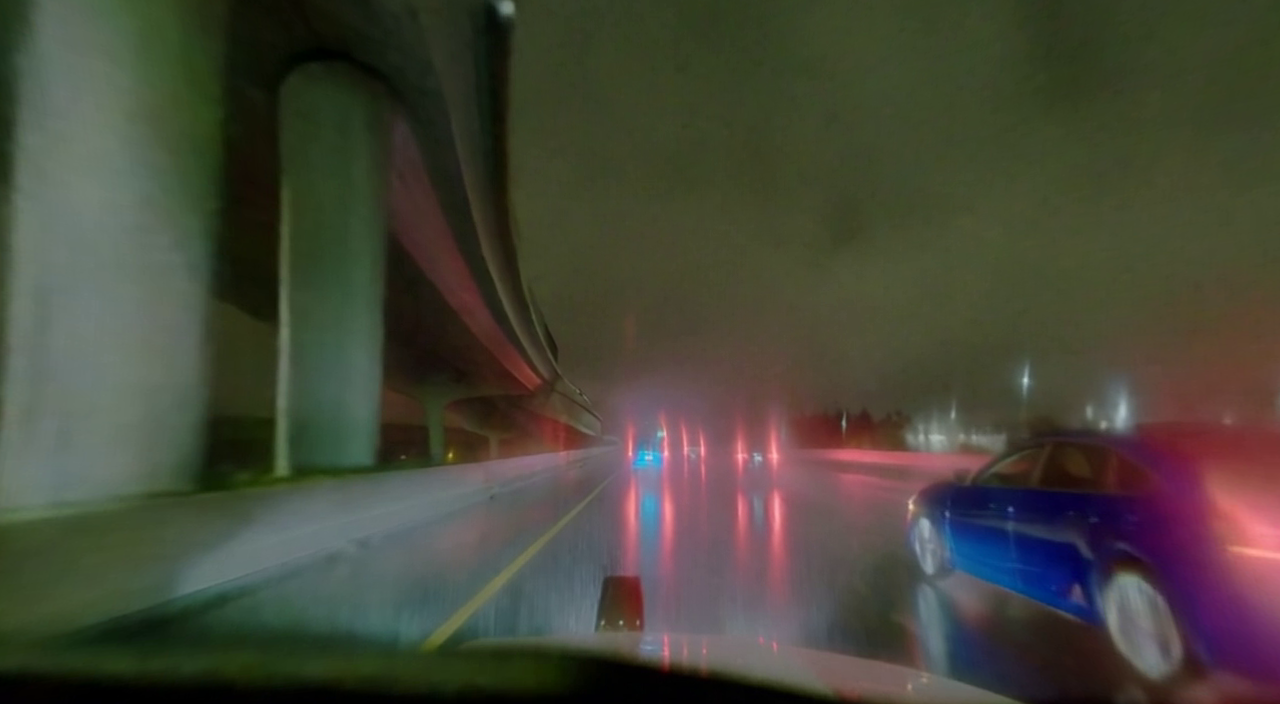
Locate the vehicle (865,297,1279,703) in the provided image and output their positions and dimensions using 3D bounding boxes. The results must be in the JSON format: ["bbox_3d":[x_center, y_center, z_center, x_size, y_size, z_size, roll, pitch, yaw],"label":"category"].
[{"bbox_3d":[4.050,1.117,5.002,2.404,2.014,5.655,0,-9,0],"label":"vehicle"}]

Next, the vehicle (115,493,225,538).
[{"bbox_3d":[-22.789,7.907,30.828,1.920,1.675,4.655,1,-9,-2],"label":"vehicle"}]

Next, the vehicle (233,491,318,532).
[{"bbox_3d":[-18.991,8.294,33.071,1.939,1.689,4.298,1,-9,-2],"label":"vehicle"}]

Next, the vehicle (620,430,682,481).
[{"bbox_3d":[0.421,4.156,25.423,2.264,1.841,4.583,0,-9,0],"label":"vehicle"}]

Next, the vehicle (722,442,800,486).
[{"bbox_3d":[4.463,4.208,23.918,2.047,1.500,4.017,1,-9,-2],"label":"vehicle"}]
